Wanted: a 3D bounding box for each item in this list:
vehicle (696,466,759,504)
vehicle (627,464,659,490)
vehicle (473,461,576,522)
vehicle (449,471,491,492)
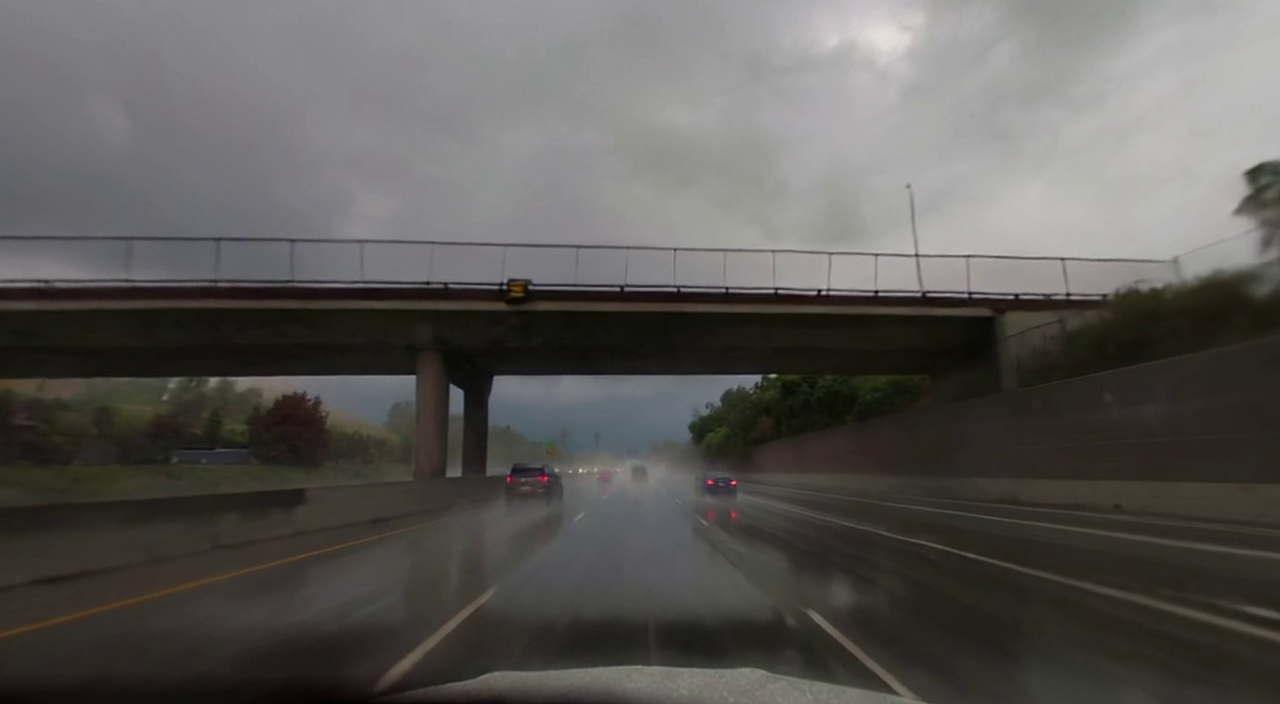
[{"bbox_3d":[3.810,5.921,28.209,2.092,1.518,4.348,1,-10,-1],"label":"vehicle"},{"bbox_3d":[0.230,8.845,44.428,2.181,1.698,4.056,0,-10,0],"label":"vehicle"},{"bbox_3d":[-3.197,3.992,18.352,2.099,1.516,4.308,0,-10,1],"label":"vehicle"},{"bbox_3d":[-12.466,9.480,46.191,1.795,1.456,4.329,0,-10,1],"label":"vehicle"}]
